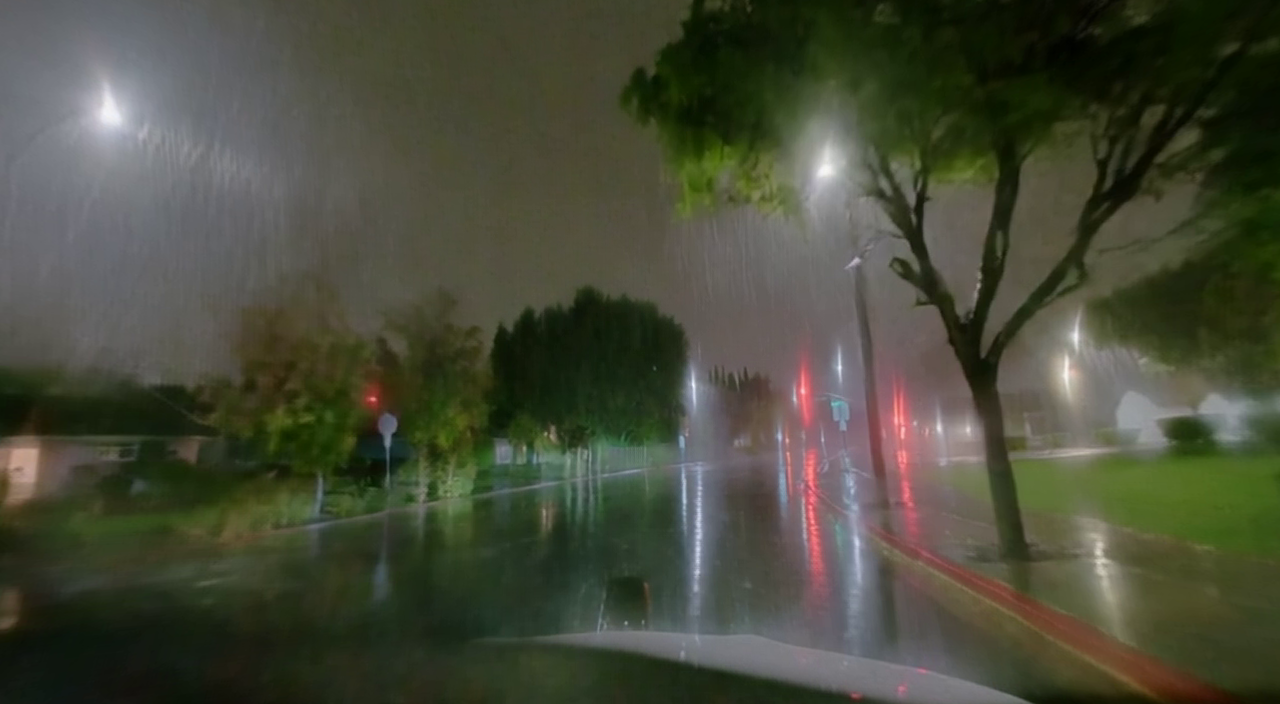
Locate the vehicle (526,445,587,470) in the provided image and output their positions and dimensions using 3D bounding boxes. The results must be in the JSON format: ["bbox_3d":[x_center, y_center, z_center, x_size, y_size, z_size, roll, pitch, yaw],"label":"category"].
[{"bbox_3d":[-5.967,7.552,45.299,4.252,1.681,1.854,1,-8,-6],"label":"vehicle"}]
